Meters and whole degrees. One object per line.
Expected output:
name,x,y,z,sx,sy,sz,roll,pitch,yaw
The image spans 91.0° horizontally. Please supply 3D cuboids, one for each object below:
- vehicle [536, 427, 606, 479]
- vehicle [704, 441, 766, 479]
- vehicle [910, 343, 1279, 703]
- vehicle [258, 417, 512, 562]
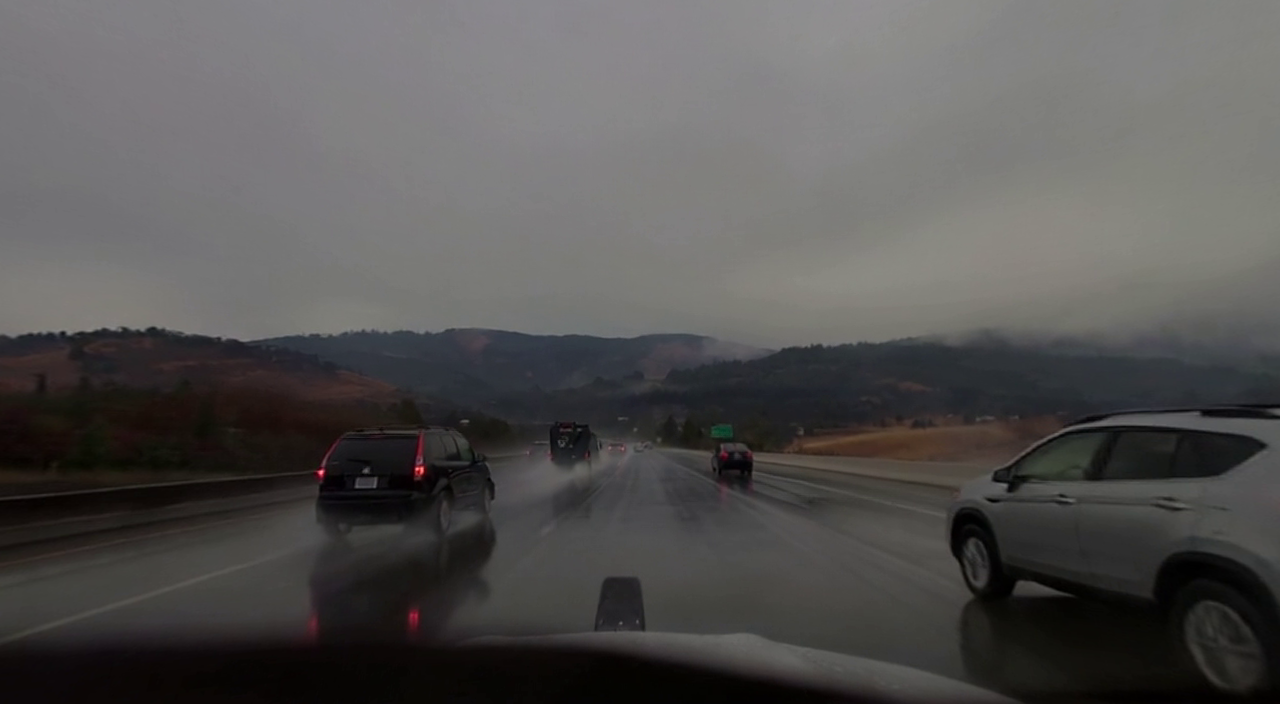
vehicle,-3.010,4.624,29.002,2.494,2.136,5.539,0,-8,1
vehicle,4.202,4.878,28.707,2.071,1.570,4.637,0,-8,0
vehicle,3.781,1.009,4.016,2.066,1.696,4.604,0,-8,0
vehicle,-3.480,1.951,9.675,2.080,1.716,4.207,0,-8,1
